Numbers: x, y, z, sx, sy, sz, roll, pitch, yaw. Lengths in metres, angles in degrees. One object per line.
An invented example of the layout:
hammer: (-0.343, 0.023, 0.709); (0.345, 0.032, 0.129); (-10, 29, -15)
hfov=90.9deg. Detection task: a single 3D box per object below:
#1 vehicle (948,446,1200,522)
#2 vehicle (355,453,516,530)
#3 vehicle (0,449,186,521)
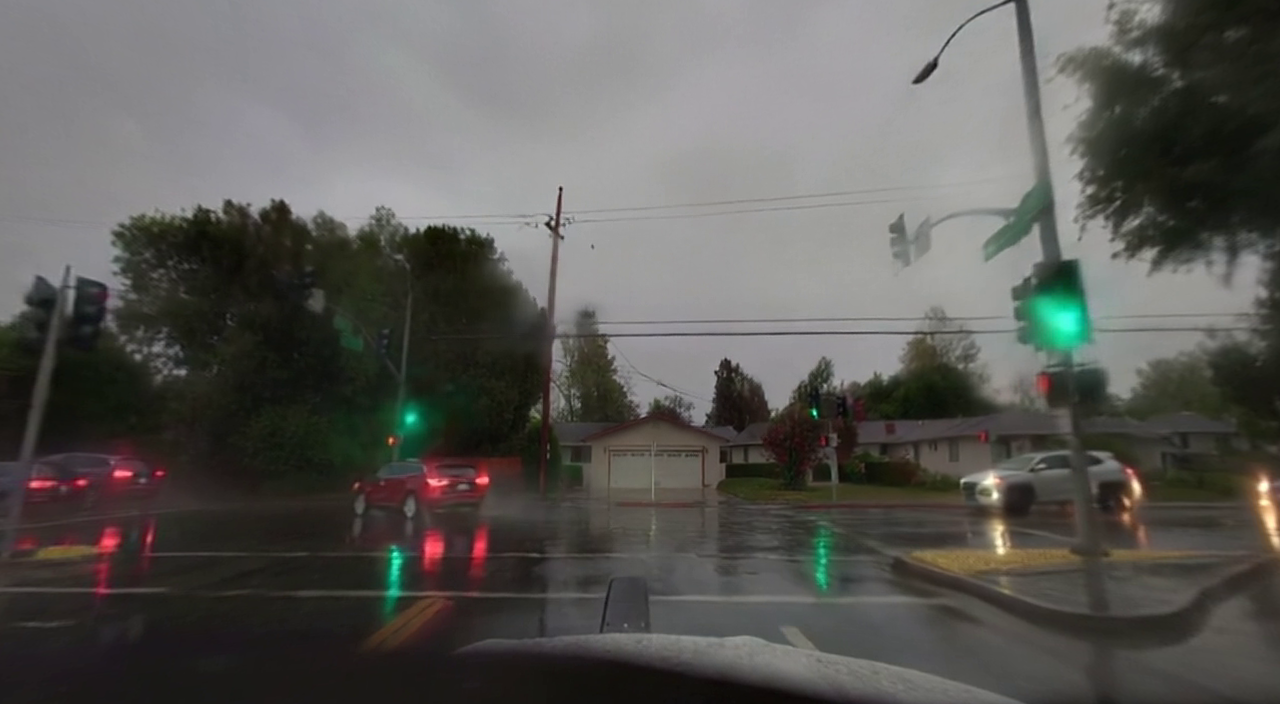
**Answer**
vehicle: (10.525, 3.210, 15.676); (4.600, 1.722, 2.074); (-1, -8, 6)
vehicle: (-5.097, 3.248, 15.369); (2.078, 1.506, 4.512); (7, -11, -40)
vehicle: (-14.414, 3.280, 15.959); (4.485, 1.625, 1.980); (-1, -8, 8)
